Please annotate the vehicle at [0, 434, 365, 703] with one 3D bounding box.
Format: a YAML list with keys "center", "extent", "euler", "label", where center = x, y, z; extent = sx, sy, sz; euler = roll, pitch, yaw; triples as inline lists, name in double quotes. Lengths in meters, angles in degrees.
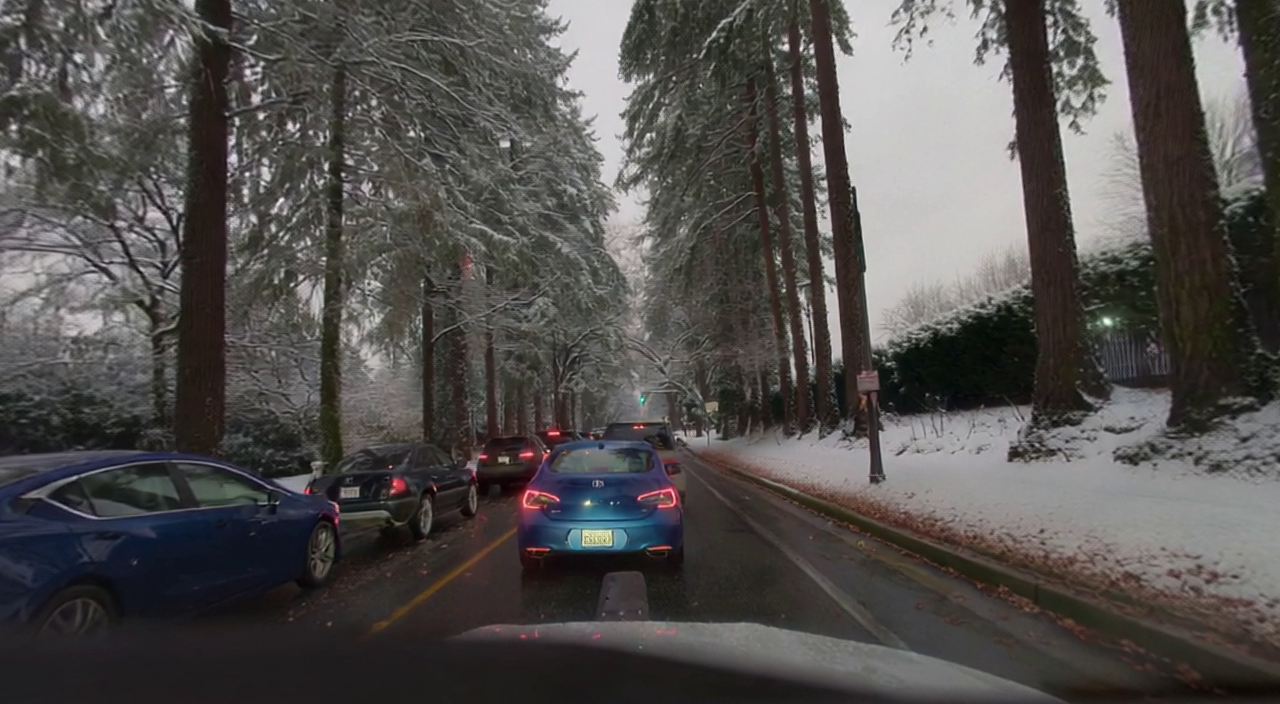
- center: [-3.810, 1.318, 4.468]
  extent: [1.784, 1.408, 4.141]
  euler: [0, -8, 1]
  label: "vehicle"

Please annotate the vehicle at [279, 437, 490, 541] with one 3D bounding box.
- center: [-4.256, 2.325, 11.466]
  extent: [1.898, 1.503, 4.453]
  euler: [0, -8, 1]
  label: "vehicle"

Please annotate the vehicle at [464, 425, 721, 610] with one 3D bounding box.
- center: [-0.408, 1.683, 7.375]
  extent: [2.127, 1.517, 4.090]
  euler: [0, -8, 0]
  label: "vehicle"
